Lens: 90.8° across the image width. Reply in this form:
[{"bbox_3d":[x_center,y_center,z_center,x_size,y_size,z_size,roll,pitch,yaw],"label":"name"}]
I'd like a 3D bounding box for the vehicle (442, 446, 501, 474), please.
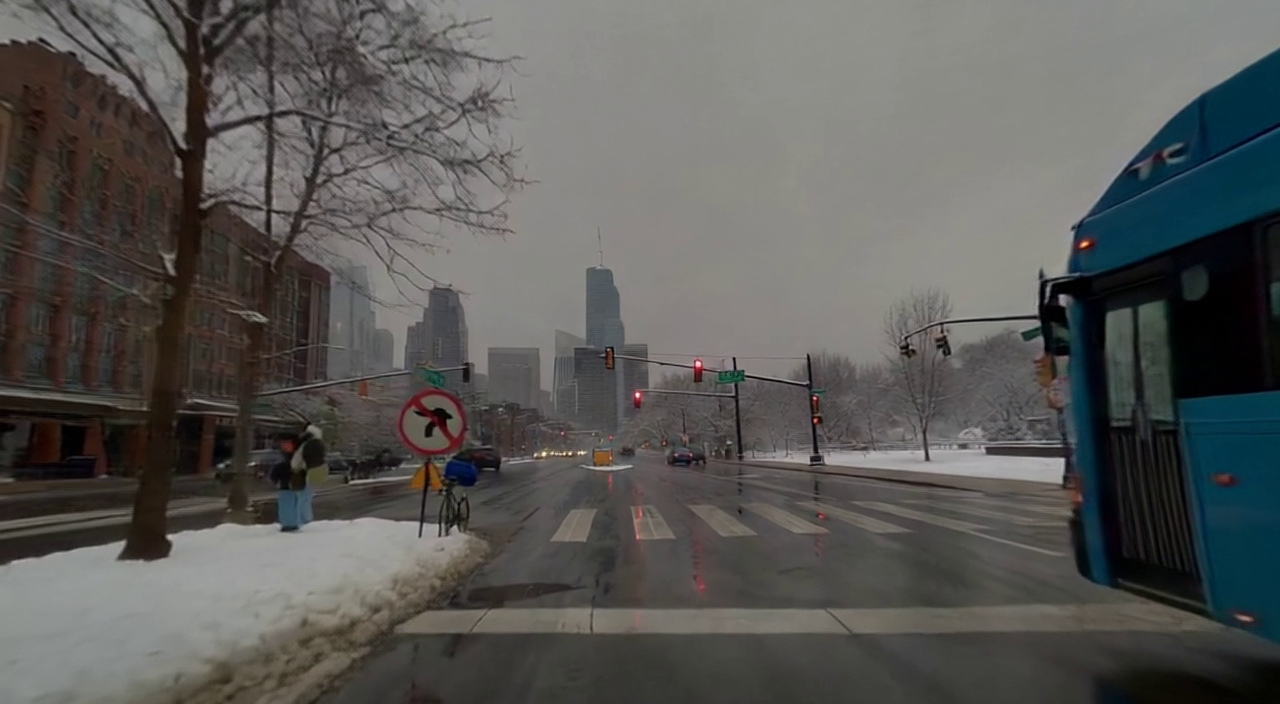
[{"bbox_3d":[-10.104,6.368,37.634,2.123,1.544,4.158,5,-10,-33],"label":"vehicle"}]

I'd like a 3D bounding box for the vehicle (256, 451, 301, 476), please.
[{"bbox_3d":[-28.604,8.759,49.876,2.199,1.838,4.222,7,-11,-40],"label":"vehicle"}]
